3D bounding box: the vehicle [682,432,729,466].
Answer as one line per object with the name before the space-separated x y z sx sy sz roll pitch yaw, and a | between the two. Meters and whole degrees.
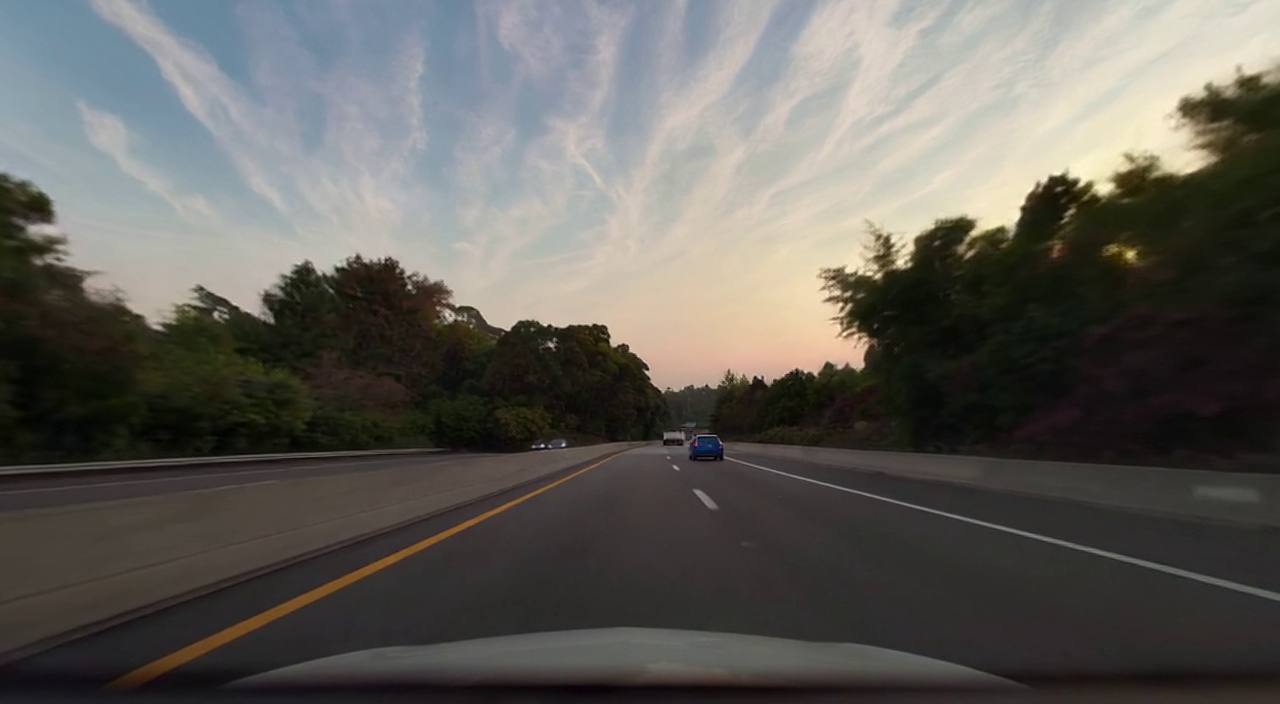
vehicle | 3.411 5.144 33.481 2.022 1.663 4.245 0 -8 0
